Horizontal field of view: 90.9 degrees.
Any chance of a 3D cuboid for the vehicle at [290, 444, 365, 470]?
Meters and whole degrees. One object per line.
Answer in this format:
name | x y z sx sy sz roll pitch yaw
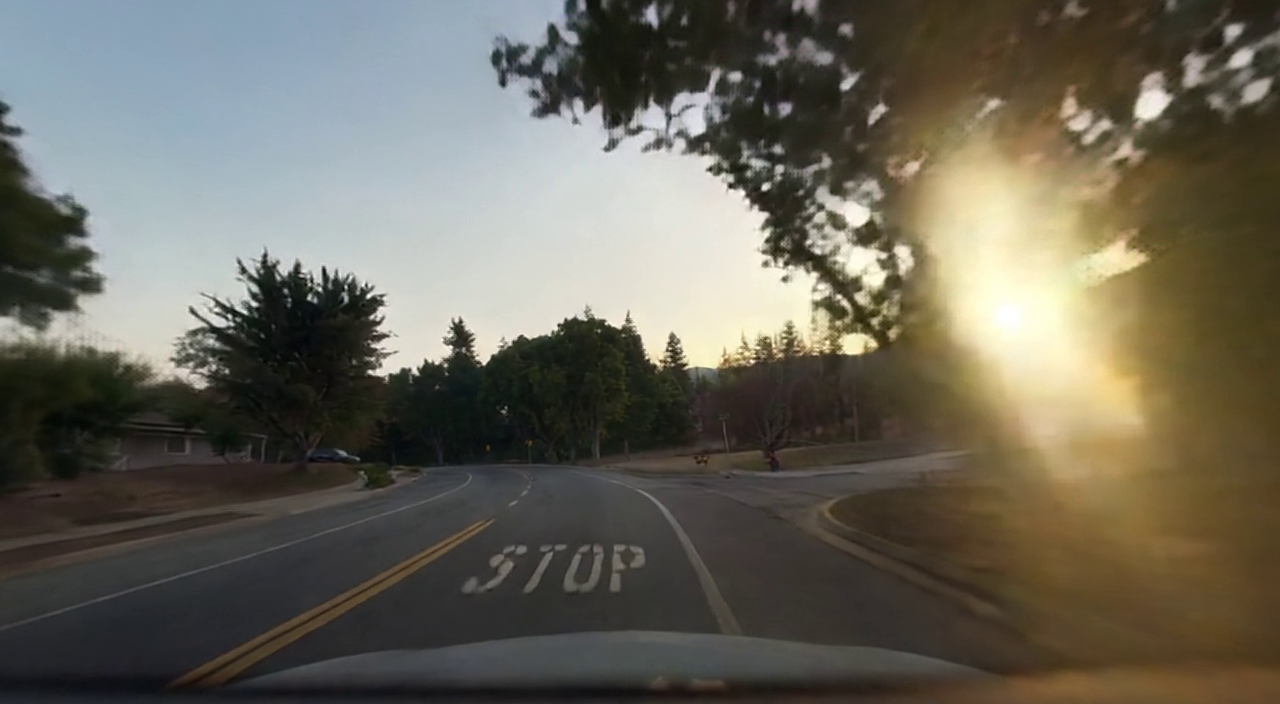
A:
vehicle | -23.589 7.936 47.637 4.562 1.857 2.129 -1 -9 9
